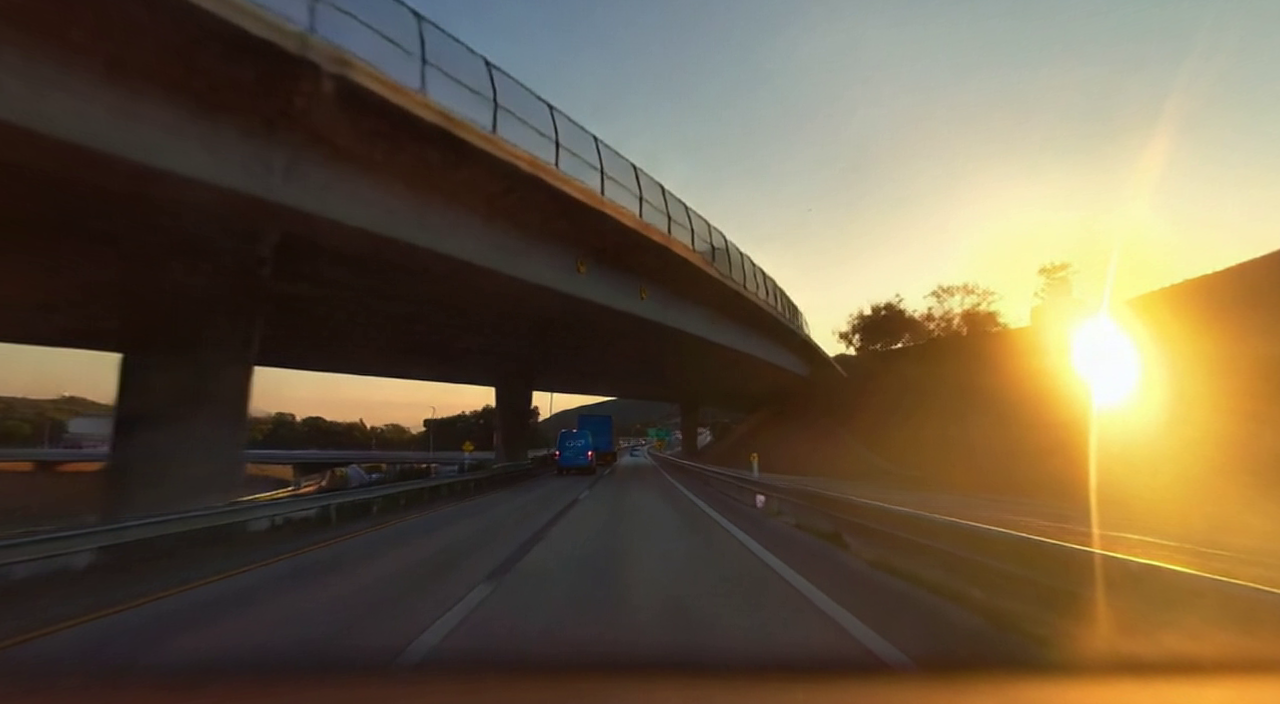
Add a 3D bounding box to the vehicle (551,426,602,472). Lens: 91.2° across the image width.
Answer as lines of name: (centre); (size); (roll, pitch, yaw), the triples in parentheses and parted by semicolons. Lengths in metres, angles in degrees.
vehicle: (-3.849, 6.090, 39.357); (2.463, 2.640, 7.034); (0, -9, 0)
